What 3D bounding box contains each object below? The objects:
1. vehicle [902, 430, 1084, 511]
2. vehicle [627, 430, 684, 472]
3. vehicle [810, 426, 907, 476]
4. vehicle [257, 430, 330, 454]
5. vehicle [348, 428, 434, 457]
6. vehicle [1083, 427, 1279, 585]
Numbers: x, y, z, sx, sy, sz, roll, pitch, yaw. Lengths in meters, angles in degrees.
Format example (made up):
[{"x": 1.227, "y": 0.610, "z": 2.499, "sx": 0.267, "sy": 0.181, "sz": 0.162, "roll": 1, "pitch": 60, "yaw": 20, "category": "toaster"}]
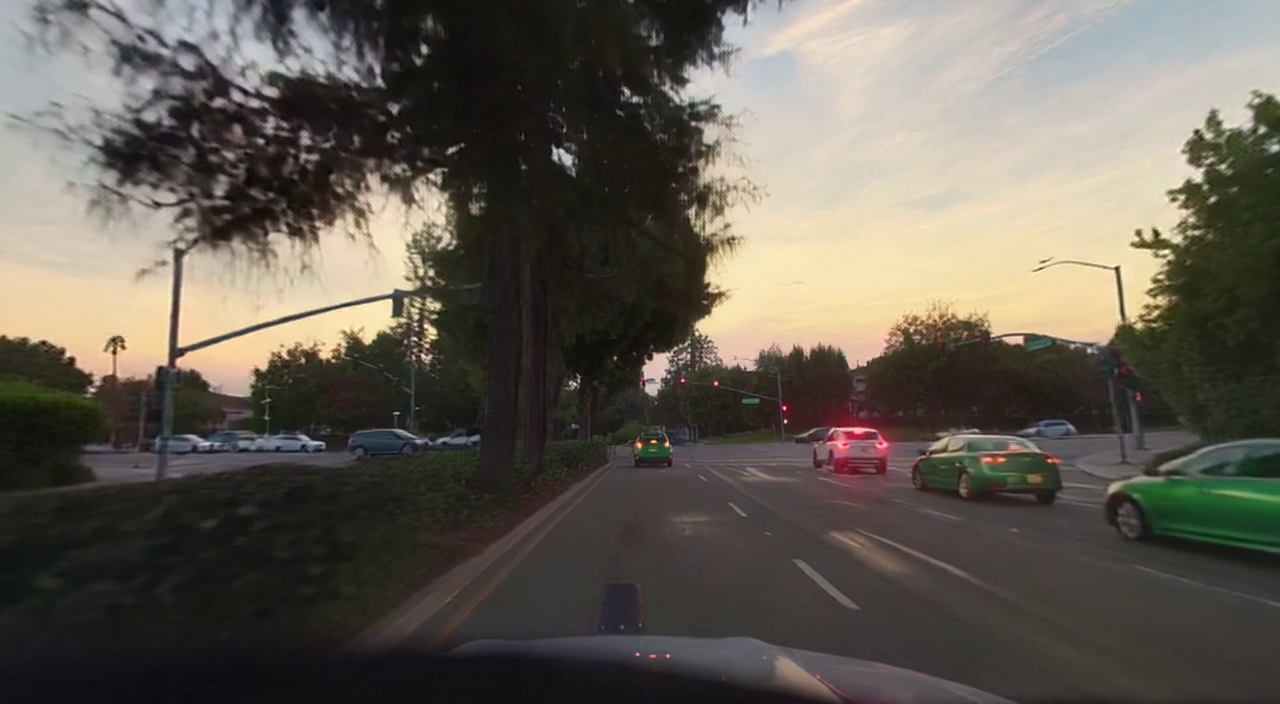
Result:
[{"x": 7.325, "y": 2.464, "z": 13.595, "sx": 1.726, "sy": 1.467, "sz": 3.793, "roll": 0, "pitch": -8, "yaw": 0, "category": "vehicle"}, {"x": 0.558, "y": 3.872, "z": 24.818, "sx": 2.041, "sy": 1.485, "sz": 3.813, "roll": 0, "pitch": -8, "yaw": 0, "category": "vehicle"}, {"x": 7.598, "y": 3.499, "z": 22.385, "sx": 1.901, "sy": 1.577, "sz": 4.348, "roll": 0, "pitch": -8, "yaw": 1, "category": "vehicle"}, {"x": -26.582, "y": 6.927, "z": 48.430, "sx": 4.450, "sy": 1.684, "sz": 1.894, "roll": -1, "pitch": -9, "yaw": -2, "category": "vehicle"}, {"x": -16.210, "y": 5.922, "z": 41.206, "sx": 4.786, "sy": 1.803, "sz": 1.967, "roll": -1, "pitch": -8, "yaw": 3, "category": "vehicle"}, {"x": 7.043, "y": 1.494, "z": 6.251, "sx": 1.947, "sy": 1.478, "sz": 4.731, "roll": -1, "pitch": -8, "yaw": 1, "category": "vehicle"}]
